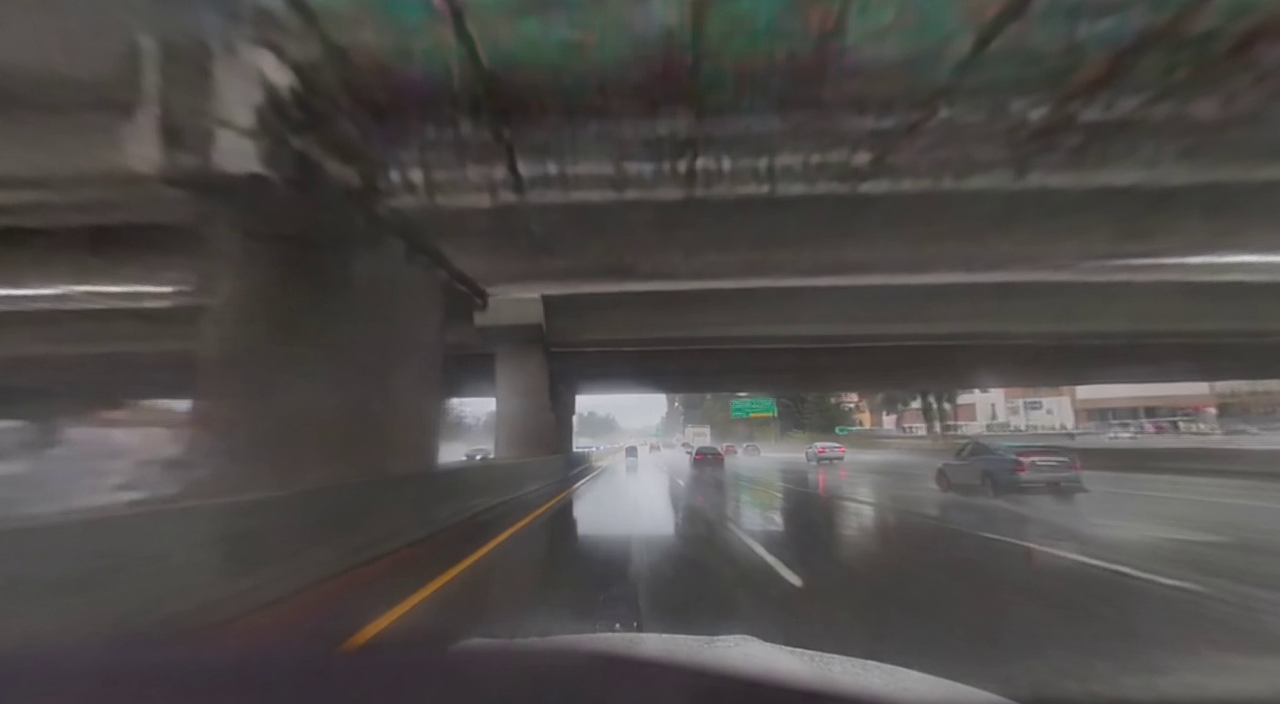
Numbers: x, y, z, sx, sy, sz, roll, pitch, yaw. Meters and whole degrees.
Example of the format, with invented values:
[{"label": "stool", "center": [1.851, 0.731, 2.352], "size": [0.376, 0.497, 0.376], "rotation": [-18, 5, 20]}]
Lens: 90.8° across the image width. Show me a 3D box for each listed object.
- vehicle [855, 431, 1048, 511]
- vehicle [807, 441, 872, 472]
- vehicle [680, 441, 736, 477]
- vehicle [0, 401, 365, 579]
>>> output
[{"label": "vehicle", "center": [6.649, 2.581, 14.210], "size": [1.952, 1.489, 4.483], "rotation": [0, -8, -1]}, {"label": "vehicle", "center": [10.006, 5.255, 31.955], "size": [1.838, 1.440, 4.121], "rotation": [0, -8, -1]}, {"label": "vehicle", "center": [3.057, 4.937, 29.354], "size": [1.993, 1.507, 4.594], "rotation": [0, -8, -2]}, {"label": "vehicle", "center": [-6.469, 1.847, 9.402], "size": [2.218, 1.829, 5.584], "rotation": [0, -8, 0]}]
